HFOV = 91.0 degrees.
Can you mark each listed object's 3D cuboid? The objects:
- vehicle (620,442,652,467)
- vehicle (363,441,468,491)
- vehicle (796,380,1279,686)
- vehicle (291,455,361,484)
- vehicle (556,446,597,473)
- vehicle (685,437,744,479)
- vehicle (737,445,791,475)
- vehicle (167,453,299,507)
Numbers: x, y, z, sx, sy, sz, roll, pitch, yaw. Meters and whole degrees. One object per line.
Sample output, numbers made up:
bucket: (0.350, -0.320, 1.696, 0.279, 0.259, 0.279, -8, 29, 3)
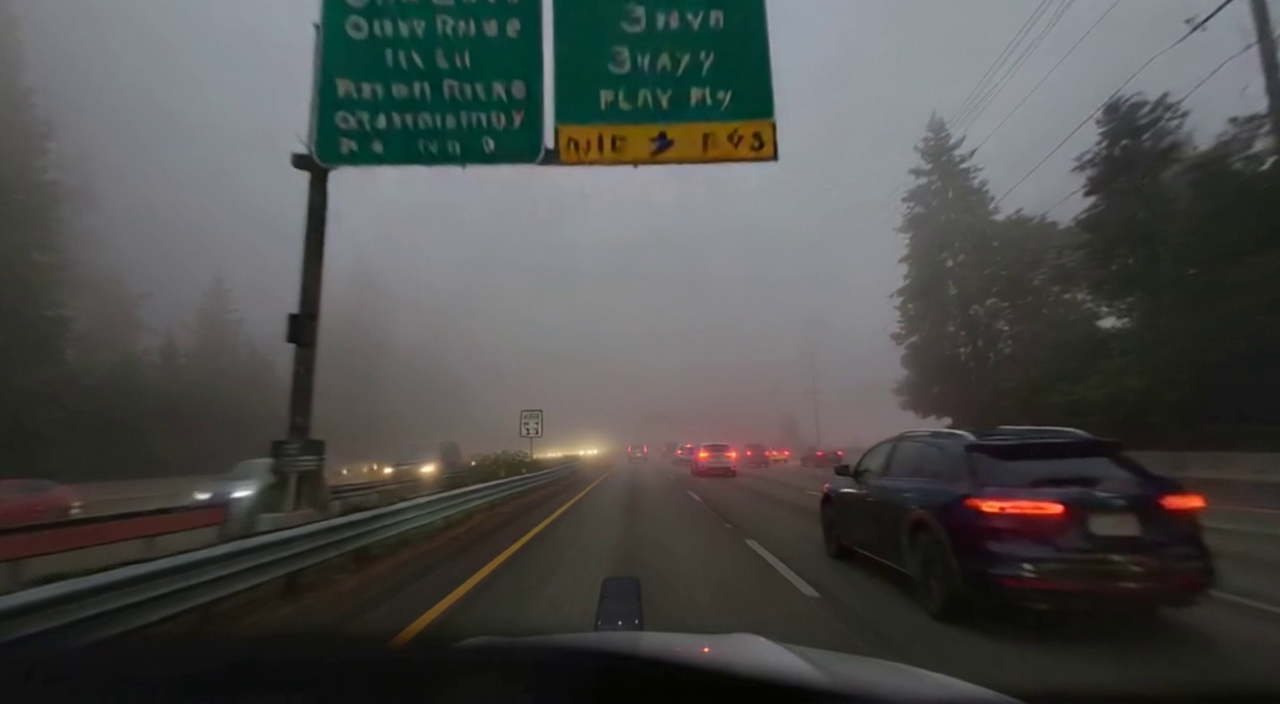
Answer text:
vehicle: (-0.333, 7.868, 48.411, 2.314, 1.796, 4.254, 0, -9, -1)
vehicle: (-8.791, 4.489, 25.249, 2.214, 1.737, 5.234, 0, -9, 1)
vehicle: (3.163, 1.372, 5.992, 2.092, 1.723, 4.670, 0, -9, -1)
vehicle: (-22.939, 8.602, 46.299, 2.159, 1.884, 5.705, 0, -9, 0)
vehicle: (-3.760, 6.437, 37.958, 2.051, 1.510, 4.373, 0, -9, 0)
vehicle: (3.494, 5.068, 30.360, 2.138, 1.826, 4.783, 0, -9, -1)
vehicle: (6.744, 5.876, 34.616, 1.909, 1.507, 4.471, 0, -9, -2)
vehicle: (-12.408, 3.878, 19.494, 1.583, 1.428, 3.716, 0, -9, 0)
